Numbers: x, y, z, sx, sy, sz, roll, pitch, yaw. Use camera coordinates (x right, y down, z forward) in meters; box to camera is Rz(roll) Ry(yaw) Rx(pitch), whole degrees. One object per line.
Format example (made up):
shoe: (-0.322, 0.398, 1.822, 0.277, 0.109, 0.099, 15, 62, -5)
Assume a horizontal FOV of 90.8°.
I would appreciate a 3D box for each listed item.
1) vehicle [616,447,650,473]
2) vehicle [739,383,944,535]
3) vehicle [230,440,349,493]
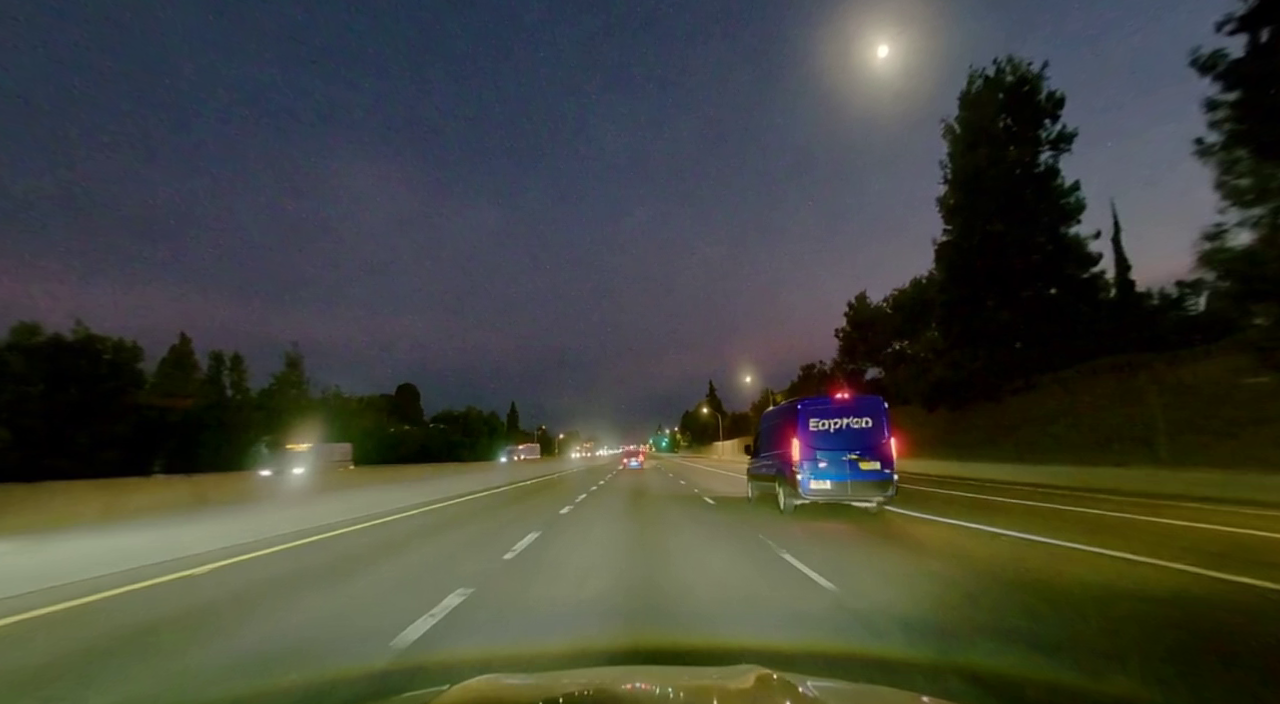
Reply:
vehicle: (-0.434, 7.305, 42.823, 2.168, 1.653, 4.307, 0, -9, 0)
vehicle: (3.868, 2.258, 13.677, 2.373, 2.561, 5.922, 0, -9, -1)
vehicle: (-16.558, 5.423, 30.326, 2.368, 2.279, 5.834, 0, -9, -1)
